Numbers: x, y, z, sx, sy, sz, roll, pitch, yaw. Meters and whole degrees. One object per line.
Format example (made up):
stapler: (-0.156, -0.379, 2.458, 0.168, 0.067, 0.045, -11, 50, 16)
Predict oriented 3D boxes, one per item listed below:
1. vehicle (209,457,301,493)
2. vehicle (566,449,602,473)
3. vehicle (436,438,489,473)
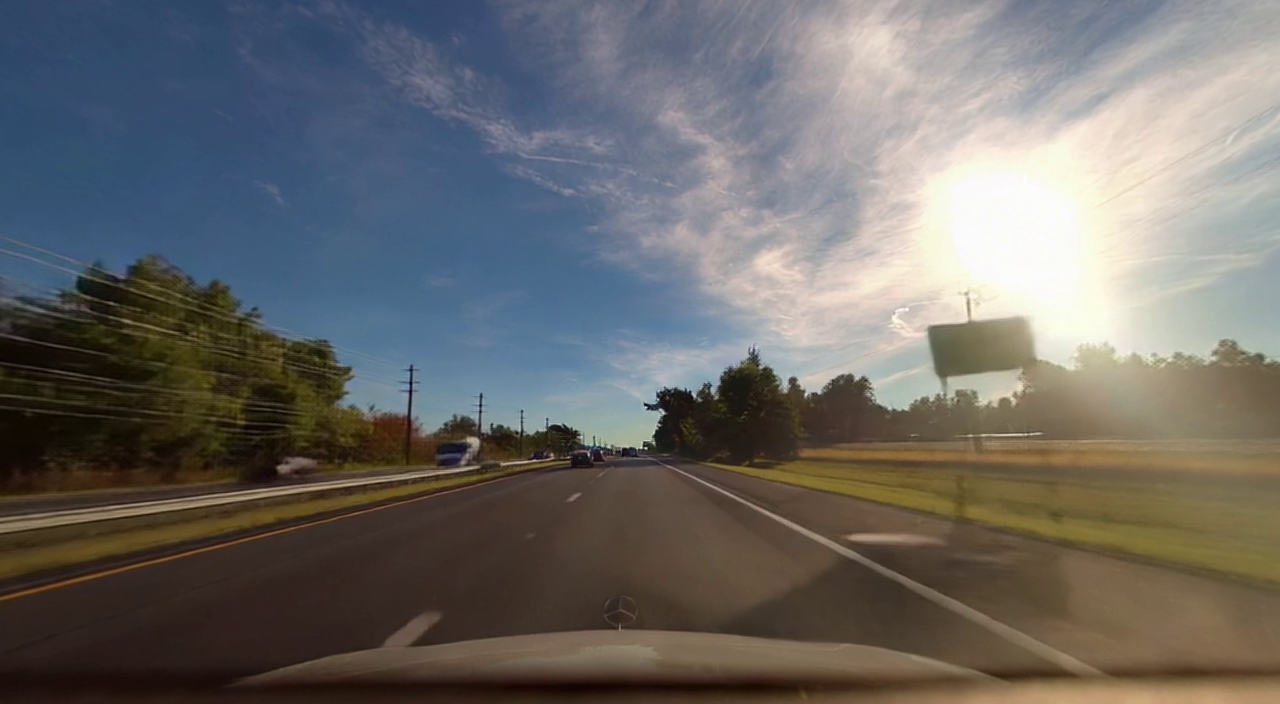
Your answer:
vehicle: (-17.034, 5.439, 27.951, 1.778, 1.456, 3.688, 0, -9, 0)
vehicle: (-3.824, 7.546, 43.591, 2.123, 1.545, 4.404, 0, -9, 0)
vehicle: (-12.999, 7.623, 46.312, 2.329, 2.393, 5.349, 0, -9, 0)
